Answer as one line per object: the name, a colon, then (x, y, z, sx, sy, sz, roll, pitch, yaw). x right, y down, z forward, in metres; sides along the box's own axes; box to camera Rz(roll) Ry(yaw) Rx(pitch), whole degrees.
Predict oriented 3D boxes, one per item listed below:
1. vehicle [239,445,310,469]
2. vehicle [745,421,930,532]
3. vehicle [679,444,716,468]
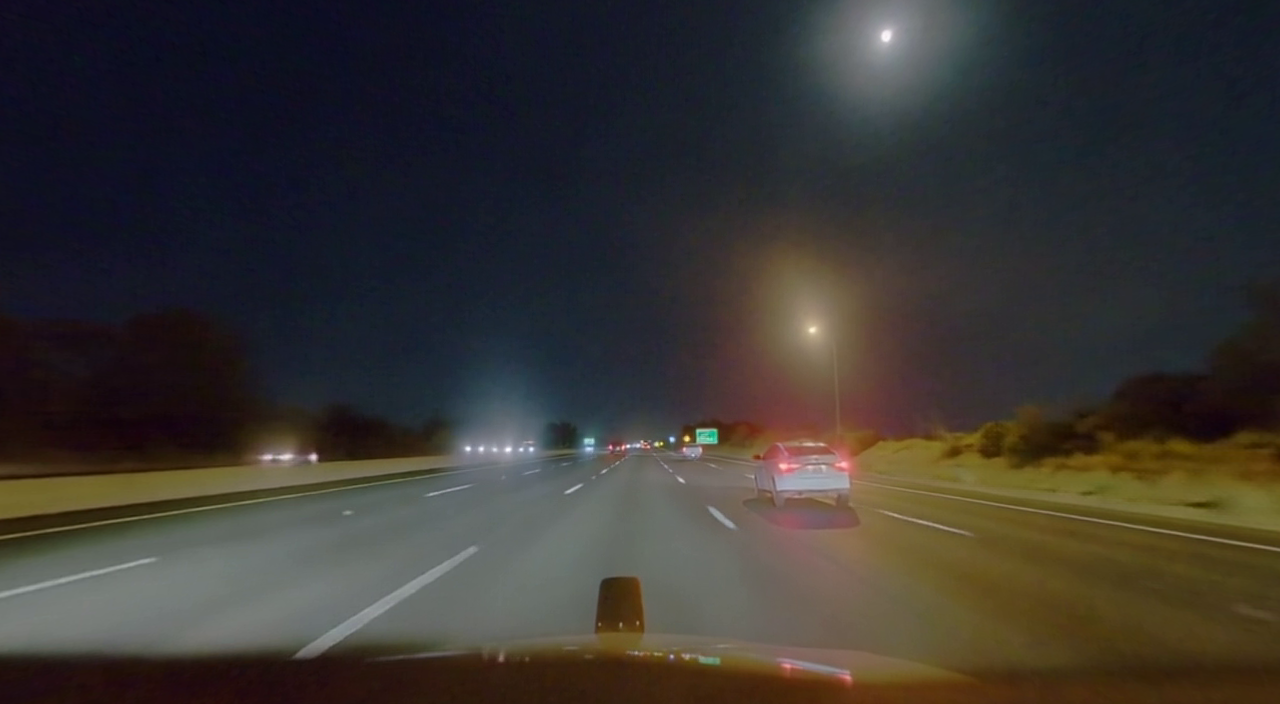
vehicle: (-24.420, 7.033, 42.309, 1.863, 1.467, 4.674, 0, -9, 2)
vehicle: (3.373, 2.224, 11.751, 2.095, 1.668, 4.135, 0, -9, 0)
vehicle: (3.715, 6.824, 41.432, 2.047, 1.501, 4.237, 0, -9, 0)
